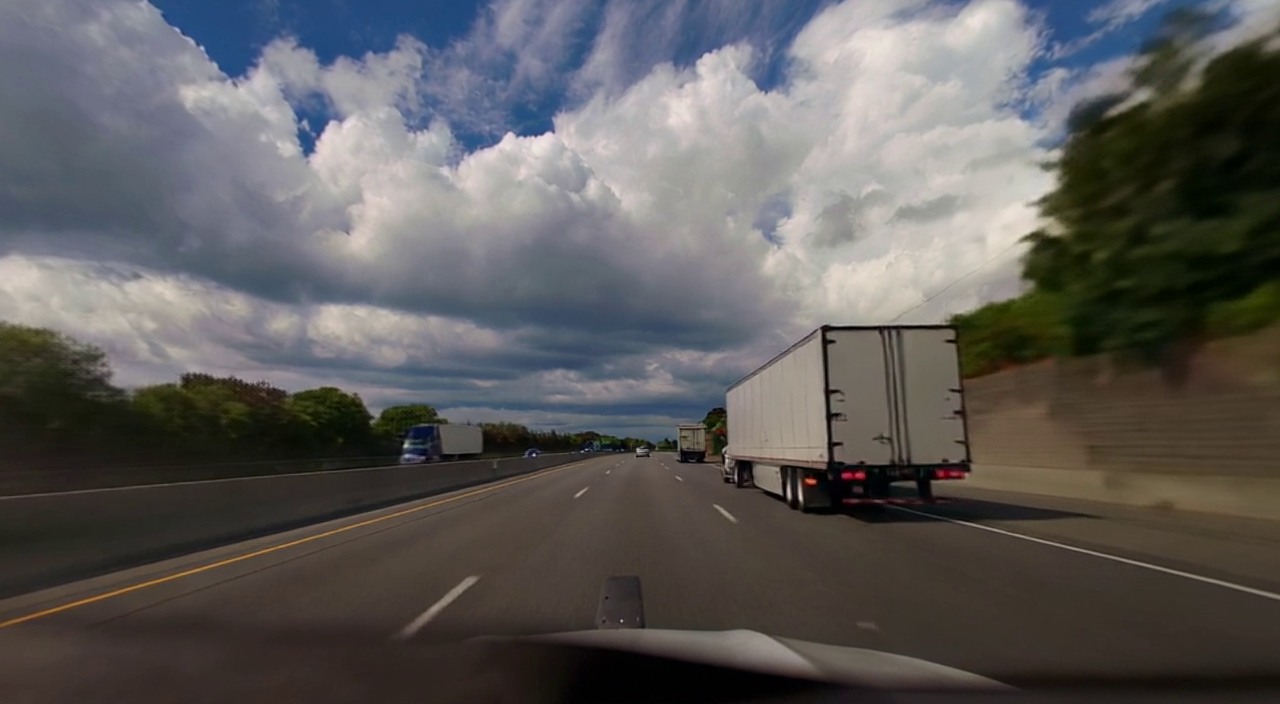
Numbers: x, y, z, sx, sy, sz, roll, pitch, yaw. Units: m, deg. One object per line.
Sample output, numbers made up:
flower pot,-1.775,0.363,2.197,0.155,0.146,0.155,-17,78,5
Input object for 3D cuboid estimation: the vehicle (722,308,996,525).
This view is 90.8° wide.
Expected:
vehicle,4.454,1.897,16.181,3.032,3.785,10.333,0,-9,-1
